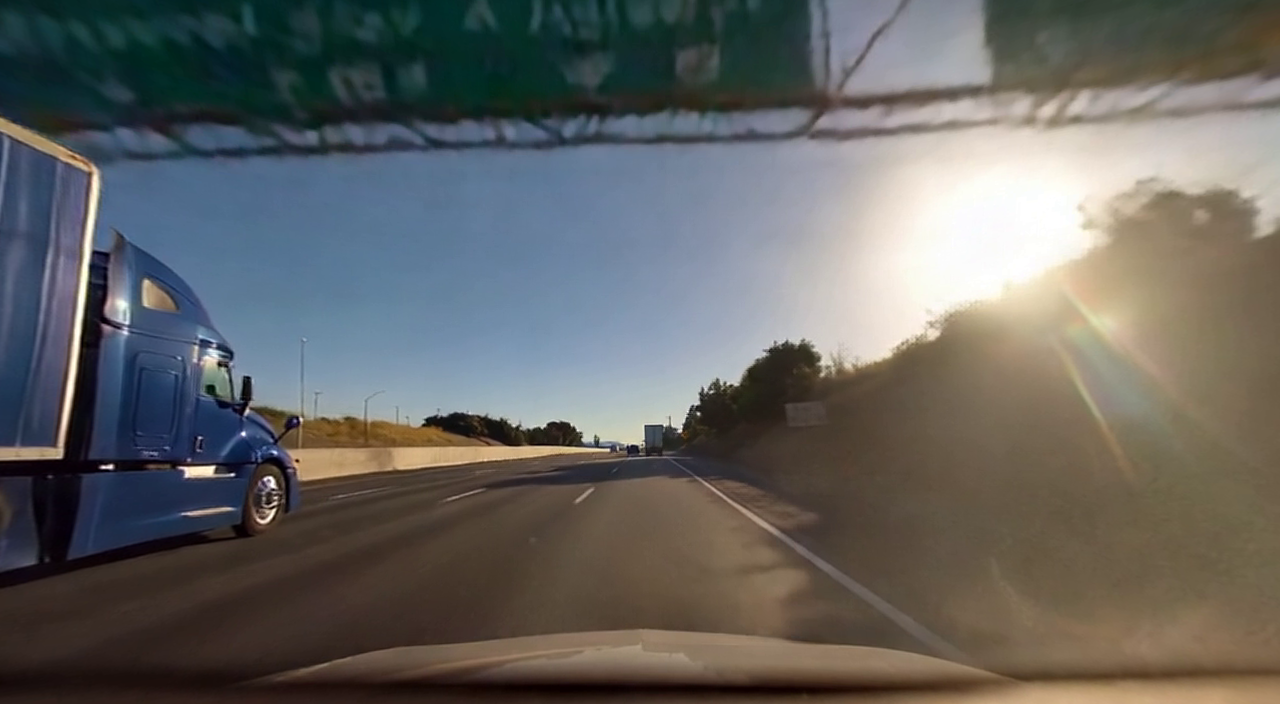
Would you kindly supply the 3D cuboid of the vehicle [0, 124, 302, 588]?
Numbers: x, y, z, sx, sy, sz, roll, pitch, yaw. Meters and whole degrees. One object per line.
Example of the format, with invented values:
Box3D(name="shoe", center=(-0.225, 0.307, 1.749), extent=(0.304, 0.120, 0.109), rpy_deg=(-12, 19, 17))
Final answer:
Box3D(name="vehicle", center=(-7.007, 0.032, 5.460), extent=(2.996, 3.947, 8.600), rpy_deg=(0, -9, 2))
